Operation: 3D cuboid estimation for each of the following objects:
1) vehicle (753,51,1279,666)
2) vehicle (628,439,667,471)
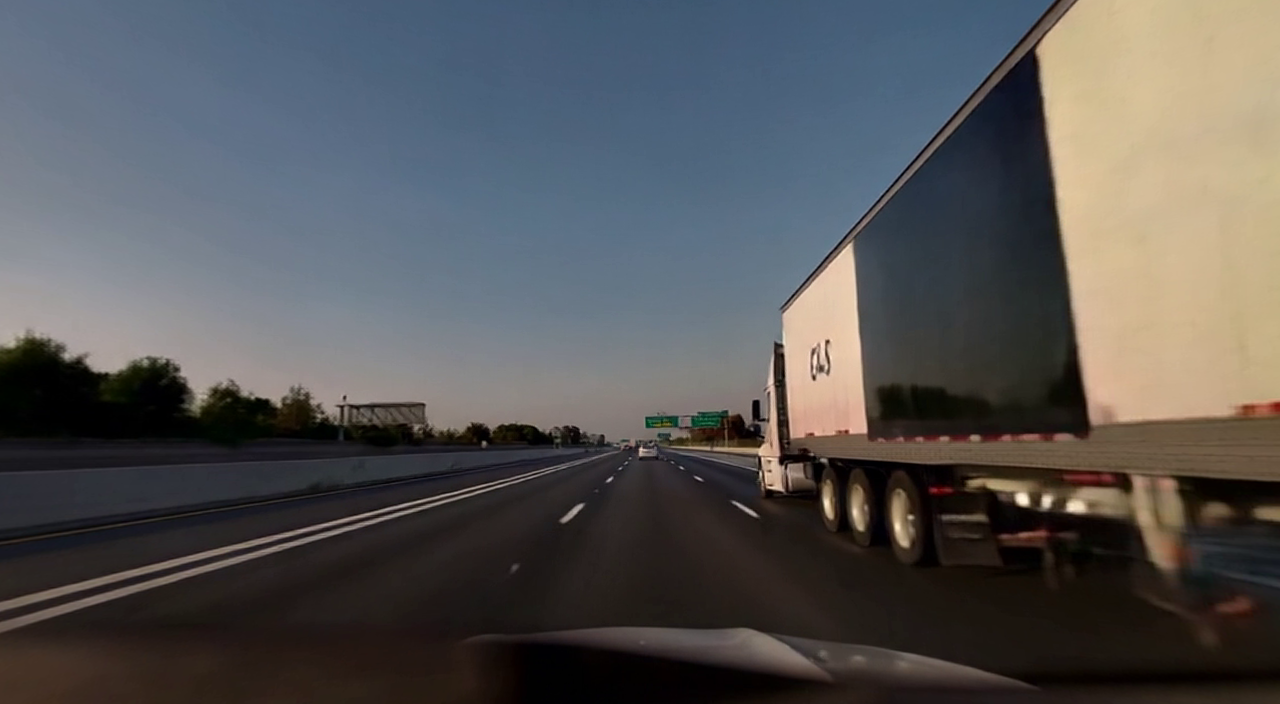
[{"bbox_3d":[4.122,0.648,9.059,3.027,3.903,10.307,0,-8,0],"label":"vehicle"},{"bbox_3d":[0.399,5.614,34.532,2.050,1.654,4.192,0,-8,0],"label":"vehicle"}]
